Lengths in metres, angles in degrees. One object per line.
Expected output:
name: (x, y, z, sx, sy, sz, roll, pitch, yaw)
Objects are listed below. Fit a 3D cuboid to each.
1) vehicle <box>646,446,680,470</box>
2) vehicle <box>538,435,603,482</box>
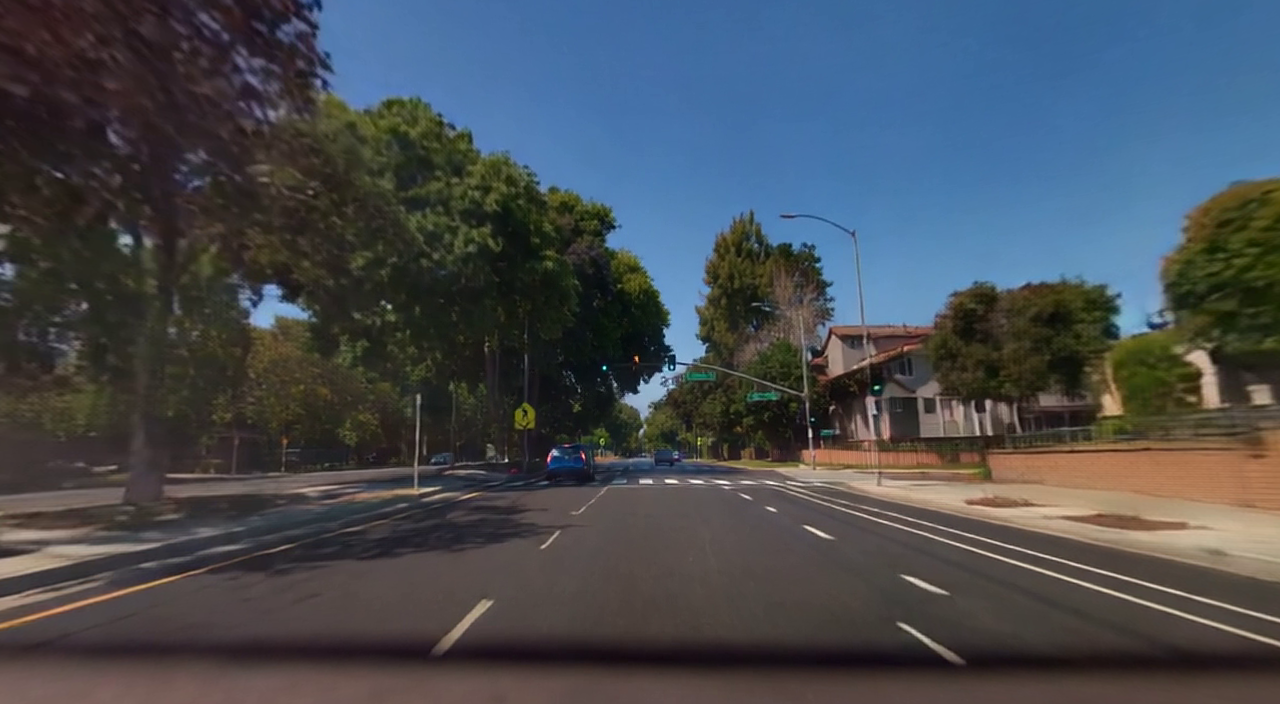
vehicle: (1.492, 7.056, 42.032, 2.075, 1.480, 3.920, 0, -8, -1)
vehicle: (-2.836, 4.463, 26.655, 2.150, 1.812, 4.423, 0, -8, 1)
